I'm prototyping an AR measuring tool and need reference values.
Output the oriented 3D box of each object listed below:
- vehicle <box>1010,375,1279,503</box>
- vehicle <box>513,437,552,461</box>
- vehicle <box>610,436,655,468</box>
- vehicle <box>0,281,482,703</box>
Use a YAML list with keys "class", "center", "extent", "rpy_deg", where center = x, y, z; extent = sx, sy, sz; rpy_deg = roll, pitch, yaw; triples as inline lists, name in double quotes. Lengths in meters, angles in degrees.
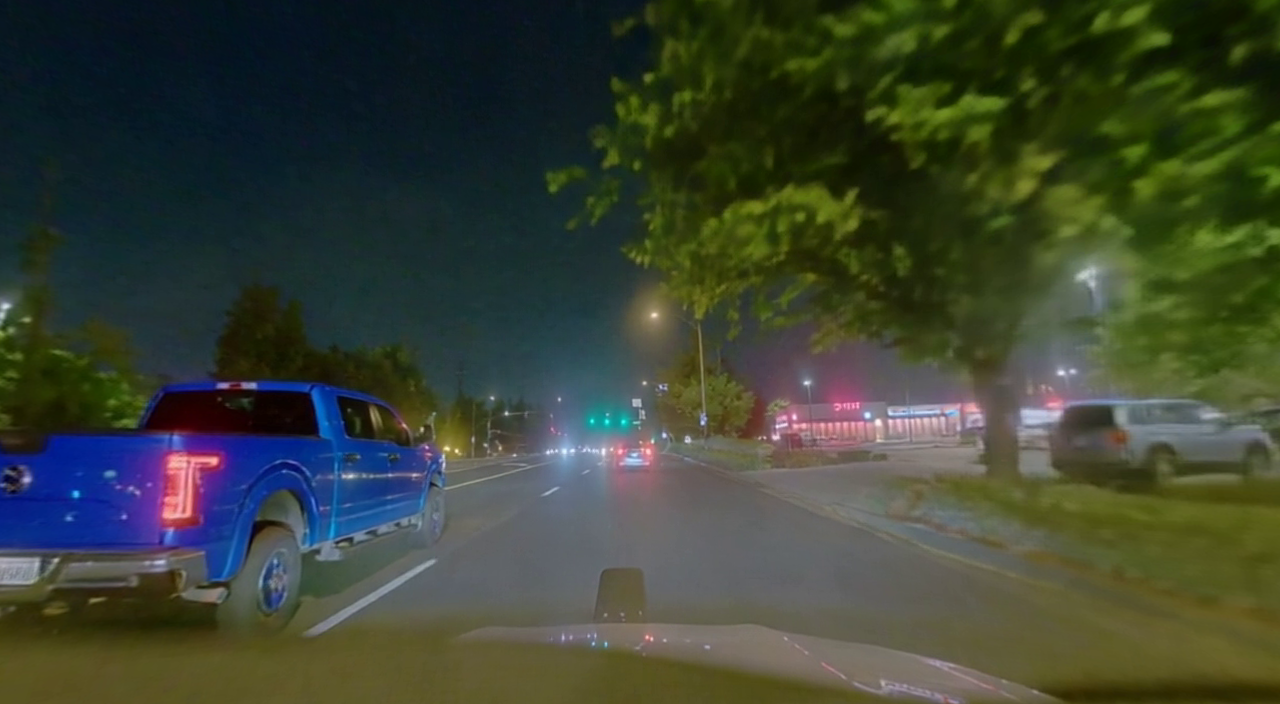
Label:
- class: "vehicle"
  center: [8.918, 1.455, 10.553]
  extent: [5.109, 1.735, 1.997]
  rpy_deg: [4, -9, -25]
- class: "vehicle"
  center: [-8.463, 7.680, 49.803]
  extent: [2.146, 1.788, 5.153]
  rpy_deg: [0, -8, 1]
- class: "vehicle"
  center: [-0.356, 5.219, 32.890]
  extent: [2.191, 1.530, 4.470]
  rpy_deg: [0, -8, 0]
- class: "vehicle"
  center: [-3.740, 1.220, 5.918]
  extent: [2.552, 2.079, 6.810]
  rpy_deg: [0, -8, 2]
